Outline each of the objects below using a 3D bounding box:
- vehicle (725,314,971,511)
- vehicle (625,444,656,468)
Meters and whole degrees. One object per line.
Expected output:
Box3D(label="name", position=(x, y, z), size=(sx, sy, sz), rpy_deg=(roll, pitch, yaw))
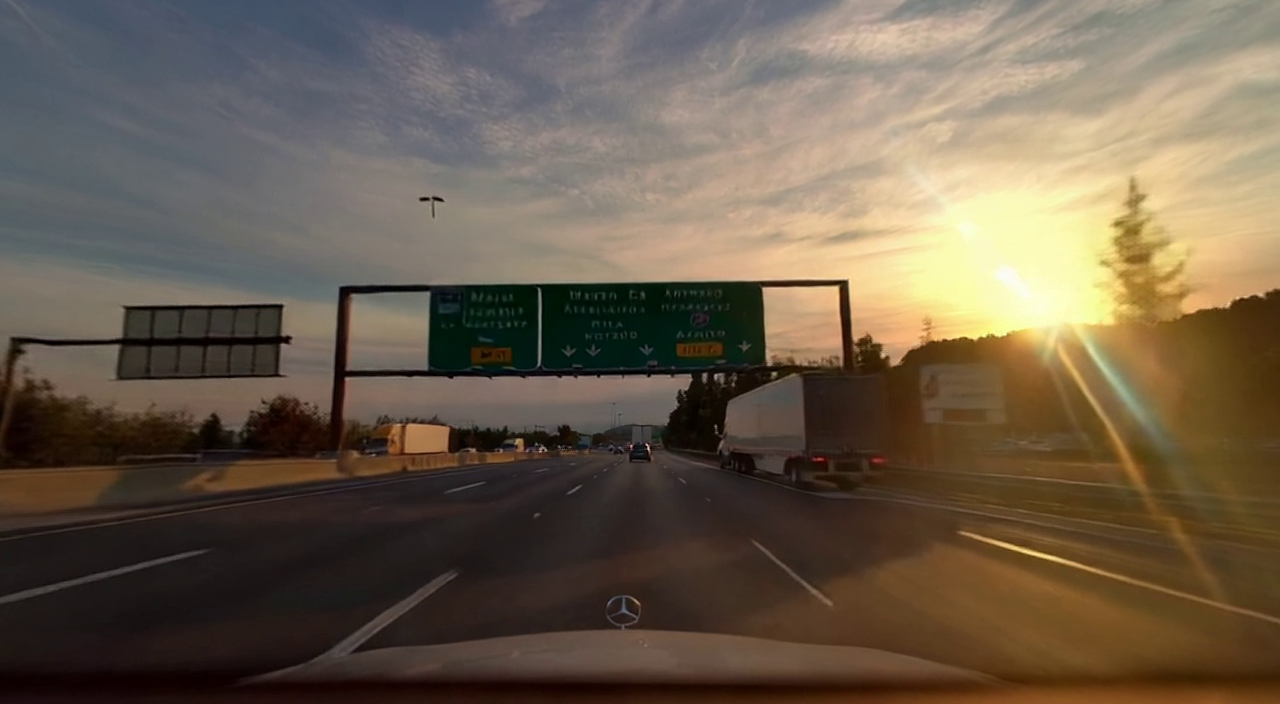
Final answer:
Box3D(label="vehicle", position=(5.248, 2.307, 20.274), size=(2.893, 4.114, 14.332), rpy_deg=(0, -9, -1))
Box3D(label="vehicle", position=(0.037, 6.836, 41.656), size=(1.972, 1.492, 3.697), rpy_deg=(0, -9, 0))
